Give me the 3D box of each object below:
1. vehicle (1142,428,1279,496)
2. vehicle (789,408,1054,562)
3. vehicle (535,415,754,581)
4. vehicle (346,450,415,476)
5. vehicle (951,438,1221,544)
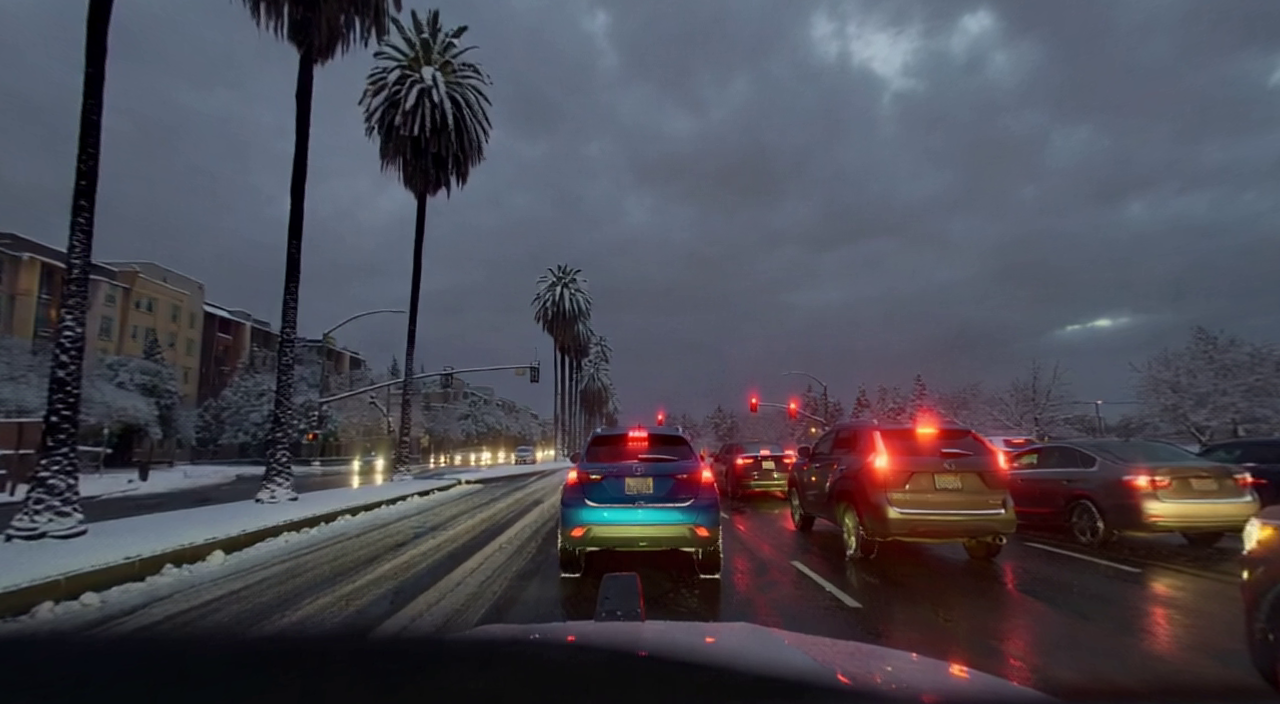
[{"bbox_3d":[18.046,3.200,18.503,4.786,1.848,2.107,0,-9,-1],"label":"vehicle"},{"bbox_3d":[3.667,1.815,9.251,1.947,1.725,4.159,0,-9,0],"label":"vehicle"},{"bbox_3d":[0.023,1.709,8.116,2.083,1.572,4.021,0,-9,-1],"label":"vehicle"},{"bbox_3d":[-15.999,6.864,39.241,2.021,1.464,4.505,-1,-9,6],"label":"vehicle"},{"bbox_3d":[7.365,2.290,11.058,1.832,1.477,3.981,0,-9,1],"label":"vehicle"}]
